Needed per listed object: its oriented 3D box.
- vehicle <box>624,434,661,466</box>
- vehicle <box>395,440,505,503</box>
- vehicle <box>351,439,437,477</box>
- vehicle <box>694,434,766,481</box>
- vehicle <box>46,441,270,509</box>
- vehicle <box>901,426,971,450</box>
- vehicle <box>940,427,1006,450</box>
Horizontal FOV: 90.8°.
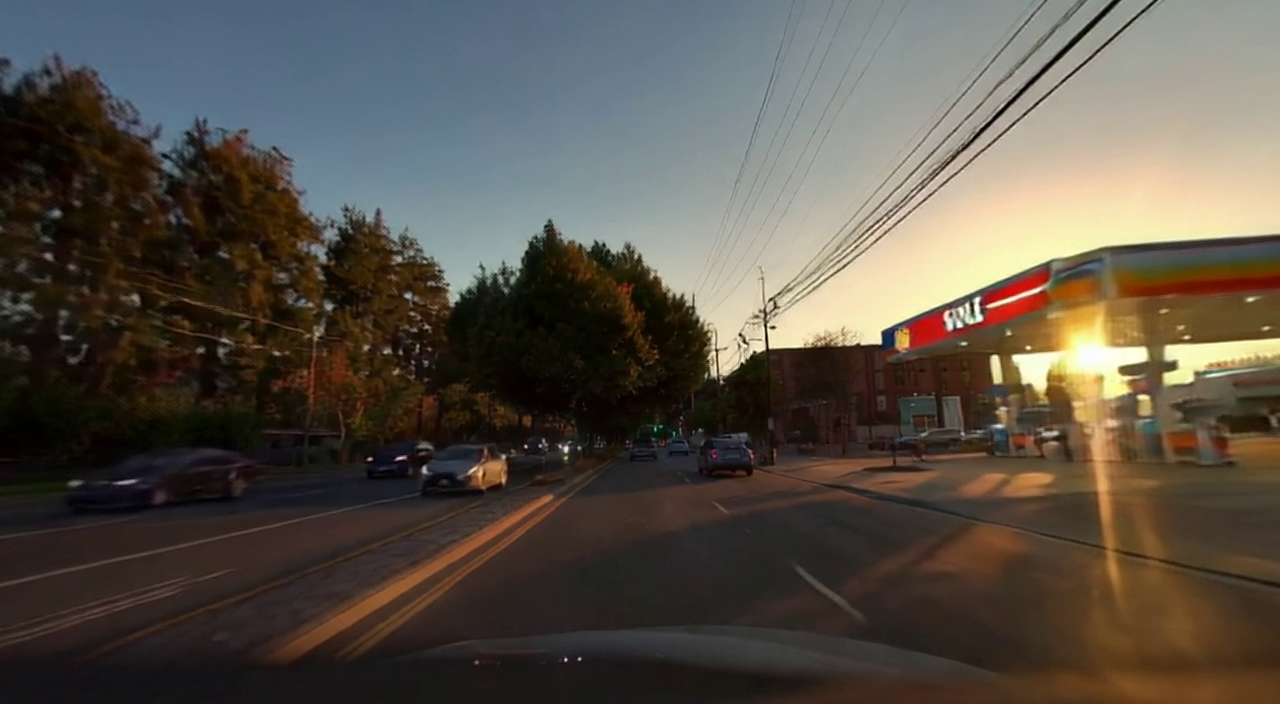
[{"bbox_3d":[0.115,5.995,38.858,2.163,1.825,4.073,0,-8,0],"label":"vehicle"},{"bbox_3d":[-4.930,3.129,16.959,1.816,1.484,3.629,0,-8,0],"label":"vehicle"},{"bbox_3d":[-11.612,5.023,30.194,2.186,1.607,4.488,-1,-8,1],"label":"vehicle"},{"bbox_3d":[3.335,4.026,24.344,1.990,1.592,4.294,0,-8,-2],"label":"vehicle"},{"bbox_3d":[-12.488,3.182,16.937,2.264,1.515,4.718,-1,-8,1],"label":"vehicle"},{"bbox_3d":[23.248,6.803,49.808,2.187,1.757,4.663,3,-9,-22],"label":"vehicle"},{"bbox_3d":[26.221,6.860,49.925,1.970,1.691,4.262,3,-9,-22],"label":"vehicle"}]
